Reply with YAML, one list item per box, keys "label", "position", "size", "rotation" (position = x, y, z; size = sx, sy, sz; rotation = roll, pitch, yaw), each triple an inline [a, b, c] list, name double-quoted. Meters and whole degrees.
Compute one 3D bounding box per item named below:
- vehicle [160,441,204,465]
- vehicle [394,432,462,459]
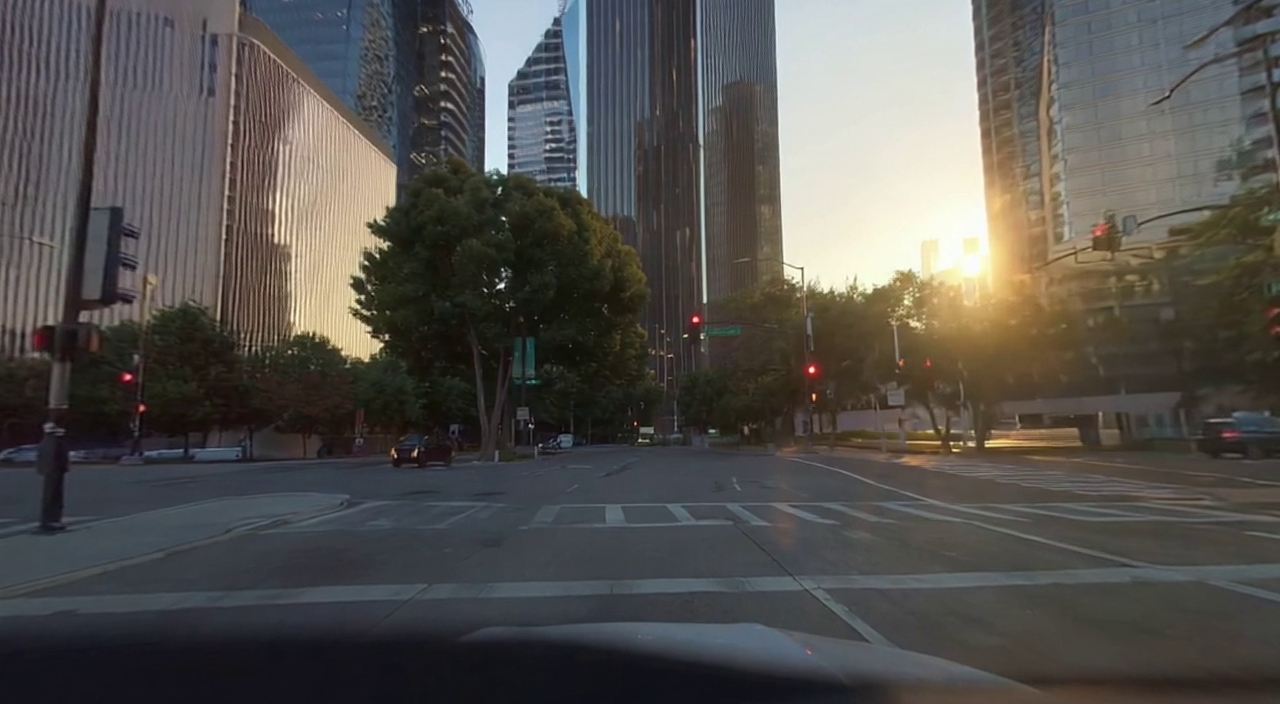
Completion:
- label: "vehicle"
  position: [-35.255, 7.768, 48.758]
  size: [2.084, 1.750, 4.426]
  rotation: [4, -10, -28]
- label: "vehicle"
  position: [-12.543, 5.586, 37.686]
  size: [1.964, 1.476, 4.593]
  rotation: [-2, -9, 8]
